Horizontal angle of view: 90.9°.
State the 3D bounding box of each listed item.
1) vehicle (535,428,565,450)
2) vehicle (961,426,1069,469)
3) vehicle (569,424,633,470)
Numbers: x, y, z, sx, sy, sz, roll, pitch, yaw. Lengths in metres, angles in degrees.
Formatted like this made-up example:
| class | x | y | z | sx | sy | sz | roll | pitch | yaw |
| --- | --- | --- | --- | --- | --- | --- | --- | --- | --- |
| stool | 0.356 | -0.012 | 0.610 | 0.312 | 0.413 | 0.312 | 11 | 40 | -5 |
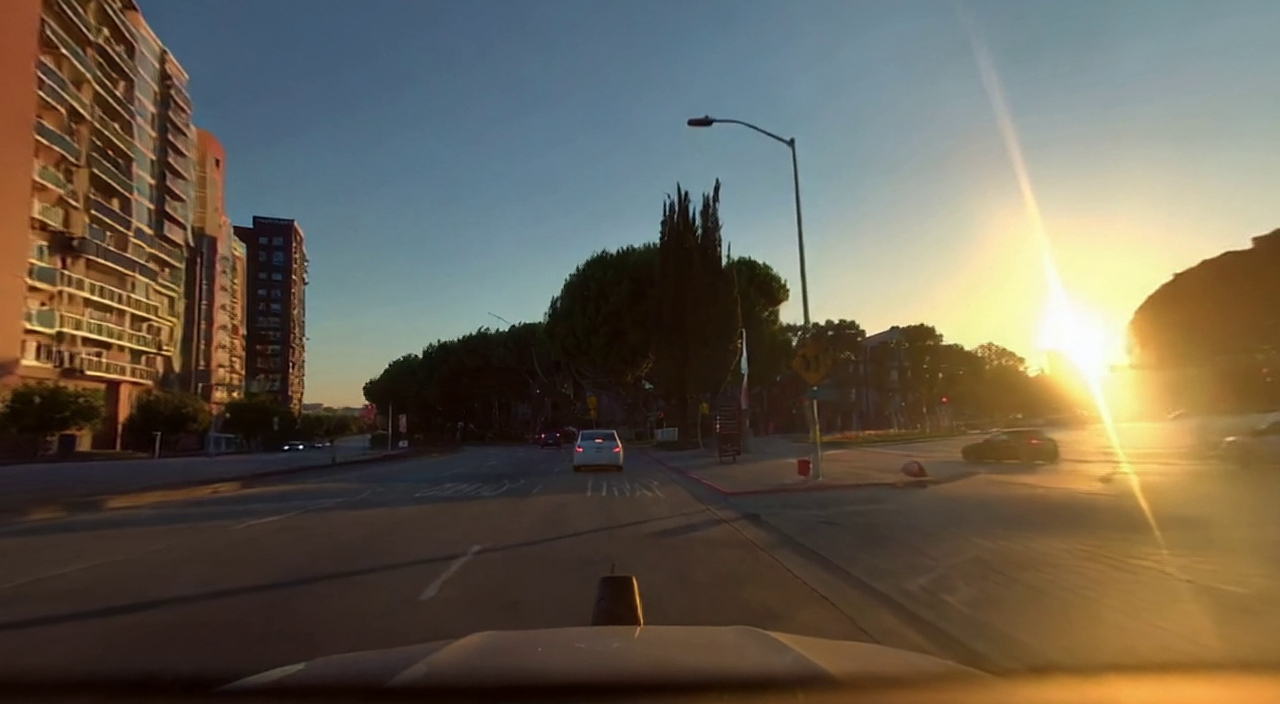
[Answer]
| class | x | y | z | sx | sy | sz | roll | pitch | yaw |
| --- | --- | --- | --- | --- | --- | --- | --- | --- | --- |
| vehicle | -6.450 | 6.232 | 45.171 | 2.023 | 1.485 | 3.721 | 1 | -8 | -7 |
| vehicle | 18.707 | 4.889 | 31.783 | 1.932 | 1.762 | 4.835 | 0 | -13 | -8 |
| vehicle | -1.501 | 3.621 | 24.162 | 2.231 | 1.572 | 4.227 | 0 | -8 | -4 |
